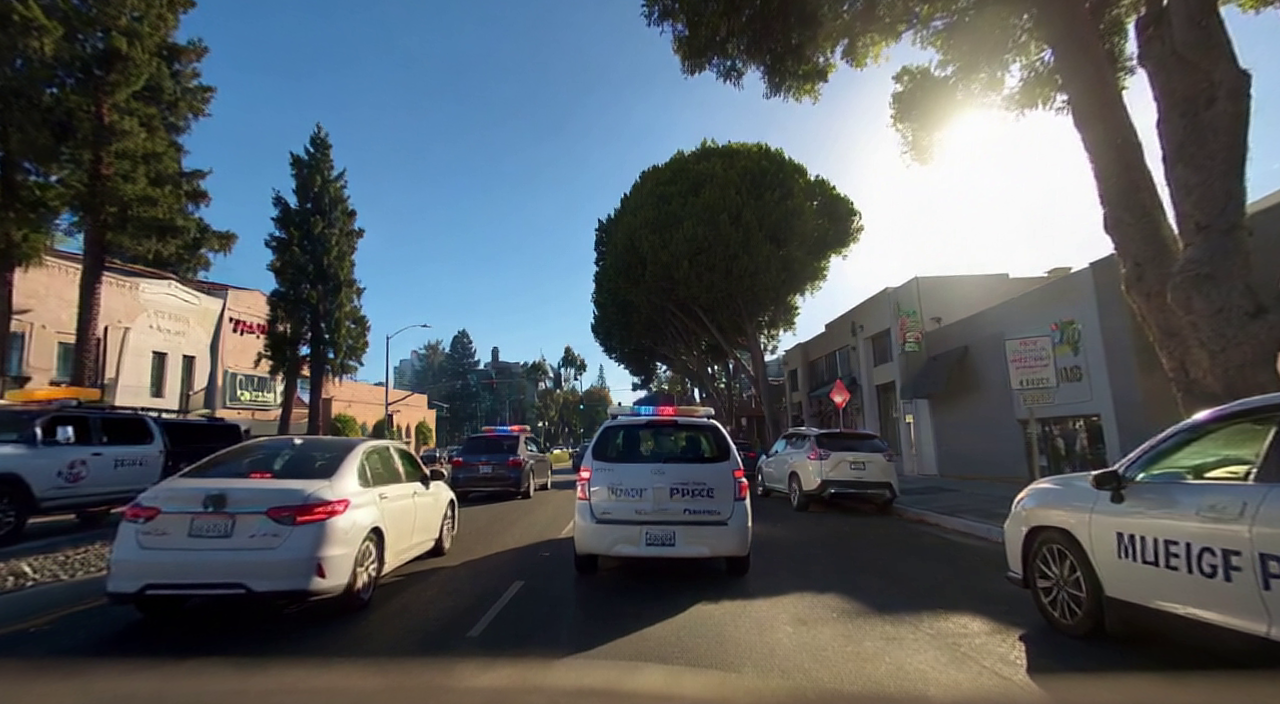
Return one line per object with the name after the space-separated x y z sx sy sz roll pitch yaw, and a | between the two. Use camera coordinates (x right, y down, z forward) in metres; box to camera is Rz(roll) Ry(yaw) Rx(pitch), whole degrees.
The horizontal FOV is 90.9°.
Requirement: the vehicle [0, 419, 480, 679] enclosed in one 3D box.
-2.978 1.451 5.817 1.908 1.474 4.257 0 -8 0 | vehicle

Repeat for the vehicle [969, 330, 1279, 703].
4.036 0.895 3.195 1.987 1.877 5.330 1 -8 2 | vehicle

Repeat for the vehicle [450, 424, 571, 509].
-3.068 2.821 16.011 2.135 1.806 4.514 0 -8 0 | vehicle

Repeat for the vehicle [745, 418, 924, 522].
4.045 2.588 14.463 2.038 1.865 5.786 1 -8 -3 | vehicle

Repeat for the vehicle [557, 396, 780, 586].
0.257 1.597 7.990 2.075 1.770 4.018 0 -8 0 | vehicle
